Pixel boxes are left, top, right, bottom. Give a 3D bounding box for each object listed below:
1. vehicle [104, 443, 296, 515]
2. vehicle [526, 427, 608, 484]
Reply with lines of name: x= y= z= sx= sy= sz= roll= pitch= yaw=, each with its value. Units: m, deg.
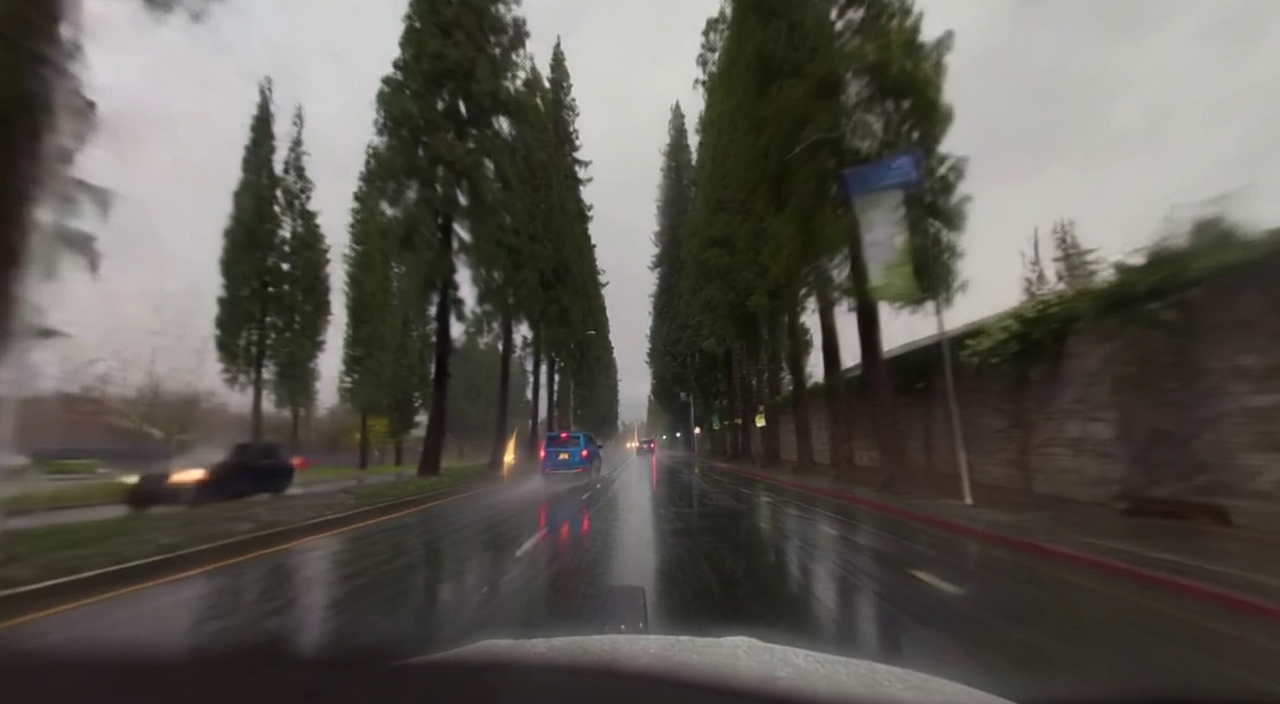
vehicle: x=-10.959 y=3.141 z=16.093 sx=1.876 sy=1.590 sz=4.060 roll=0 pitch=-8 yaw=1
vehicle: x=-2.506 y=3.746 z=22.967 sx=2.281 sy=1.837 sz=4.845 roll=0 pitch=-8 yaw=2
